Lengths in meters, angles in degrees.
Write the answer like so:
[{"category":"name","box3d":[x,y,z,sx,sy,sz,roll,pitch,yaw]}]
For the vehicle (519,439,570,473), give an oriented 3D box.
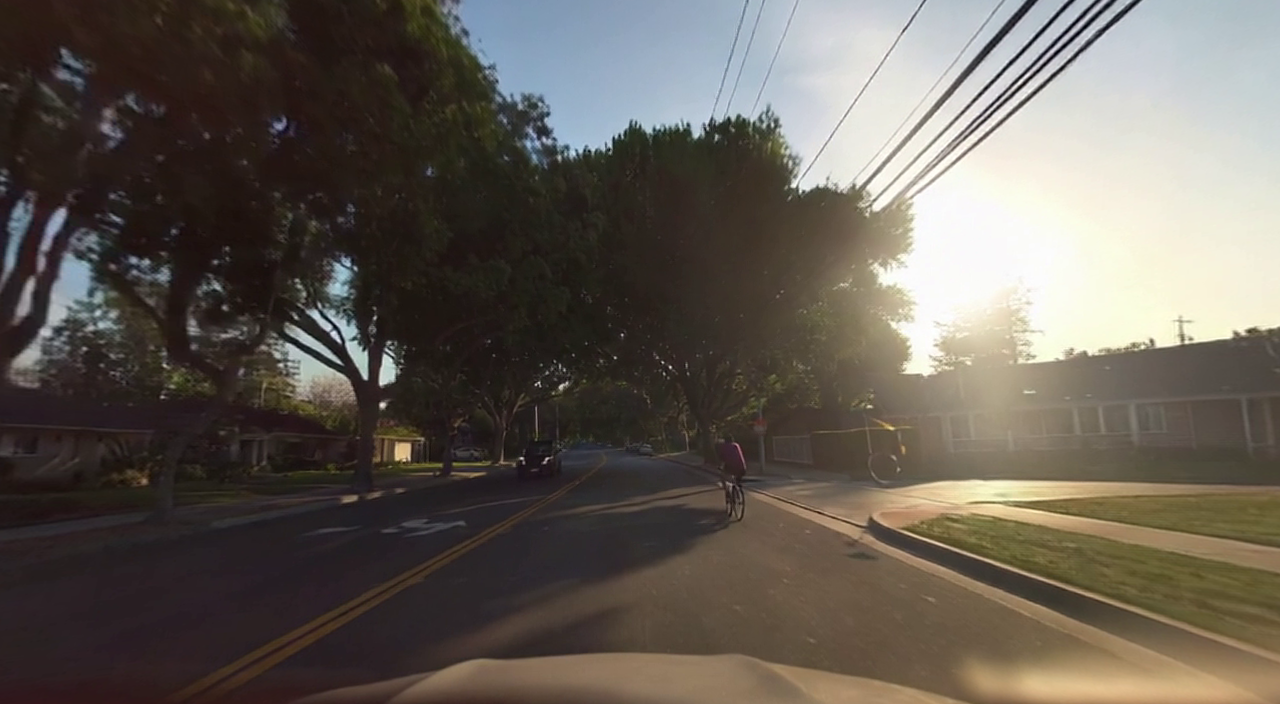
[{"category":"vehicle","box3d":[-5.247,5.811,35.377,2.073,1.761,4.589,0,-8,1]}]
